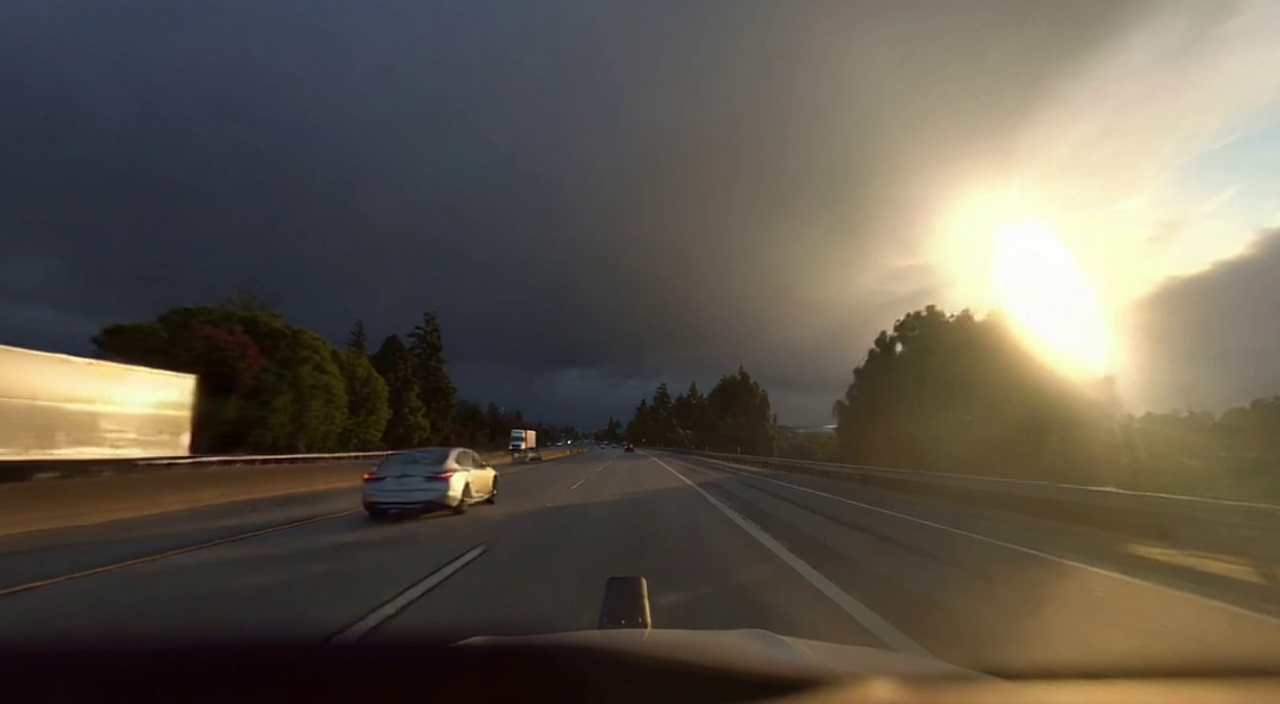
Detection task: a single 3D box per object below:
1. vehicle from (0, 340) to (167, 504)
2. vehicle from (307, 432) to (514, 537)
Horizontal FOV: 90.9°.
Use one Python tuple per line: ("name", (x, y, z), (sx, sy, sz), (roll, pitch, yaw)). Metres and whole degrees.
("vehicle", (-17.297, 1.918, 16.796), (2.873, 4.028, 8.146), (0, -9, 0))
("vehicle", (-3.938, 2.366, 11.909), (2.083, 1.560, 4.713), (0, -9, 1))
